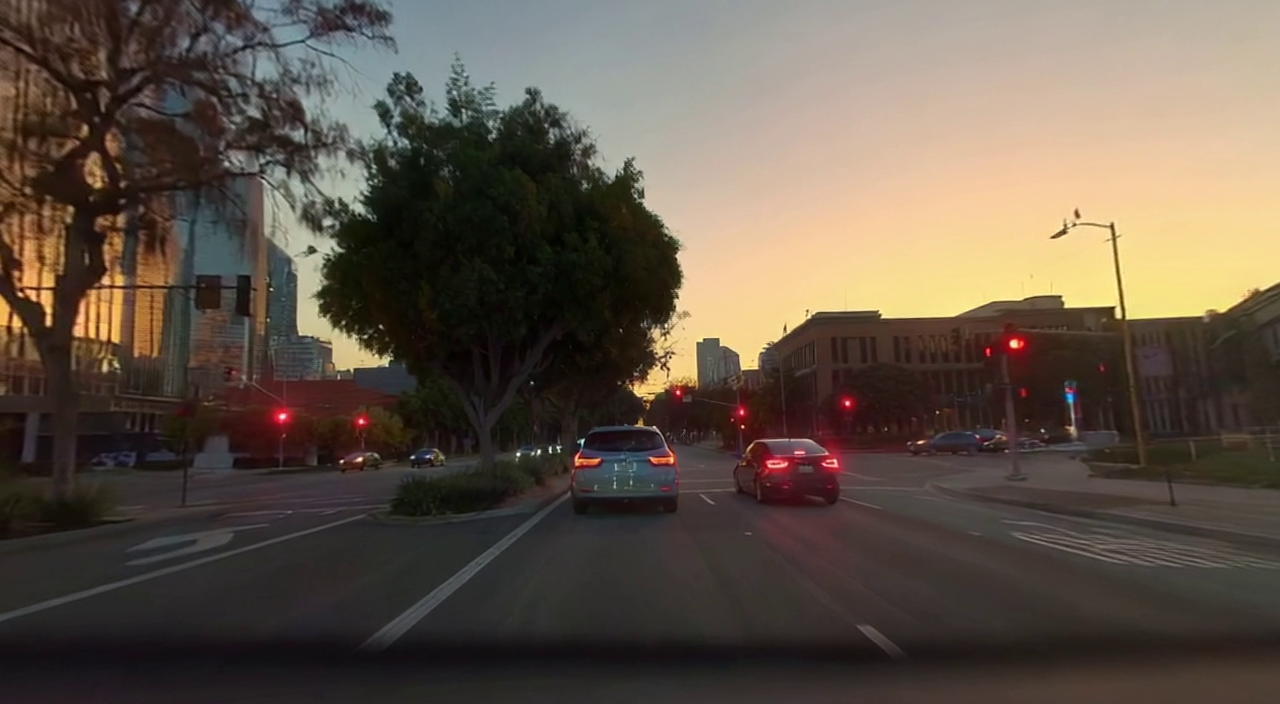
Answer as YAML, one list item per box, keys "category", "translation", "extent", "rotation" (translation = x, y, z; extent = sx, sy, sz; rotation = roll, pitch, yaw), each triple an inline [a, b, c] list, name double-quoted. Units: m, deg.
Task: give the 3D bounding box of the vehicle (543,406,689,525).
- category: "vehicle"
  translation: [-0.387, 2.130, 12.250]
  extent: [2.313, 1.860, 4.319]
  rotation: [0, -9, 0]

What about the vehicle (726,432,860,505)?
- category: "vehicle"
  translation: [3.449, 2.724, 15.203]
  extent: [2.080, 1.472, 4.401]
  rotation: [0, -9, 0]

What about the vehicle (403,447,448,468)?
- category: "vehicle"
  translation: [-16.245, 8.019, 48.126]
  extent: [1.920, 1.461, 4.415]
  rotation: [0, -9, 0]

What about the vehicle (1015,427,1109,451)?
- category: "vehicle"
  translation: [27.621, 5.732, 41.424]
  extent: [4.766, 1.462, 1.872]
  rotation: [0, -9, 0]

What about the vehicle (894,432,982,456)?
- category: "vehicle"
  translation: [19.516, 6.021, 41.459]
  extent: [4.851, 1.517, 1.720]
  rotation: [0, -9, -3]
